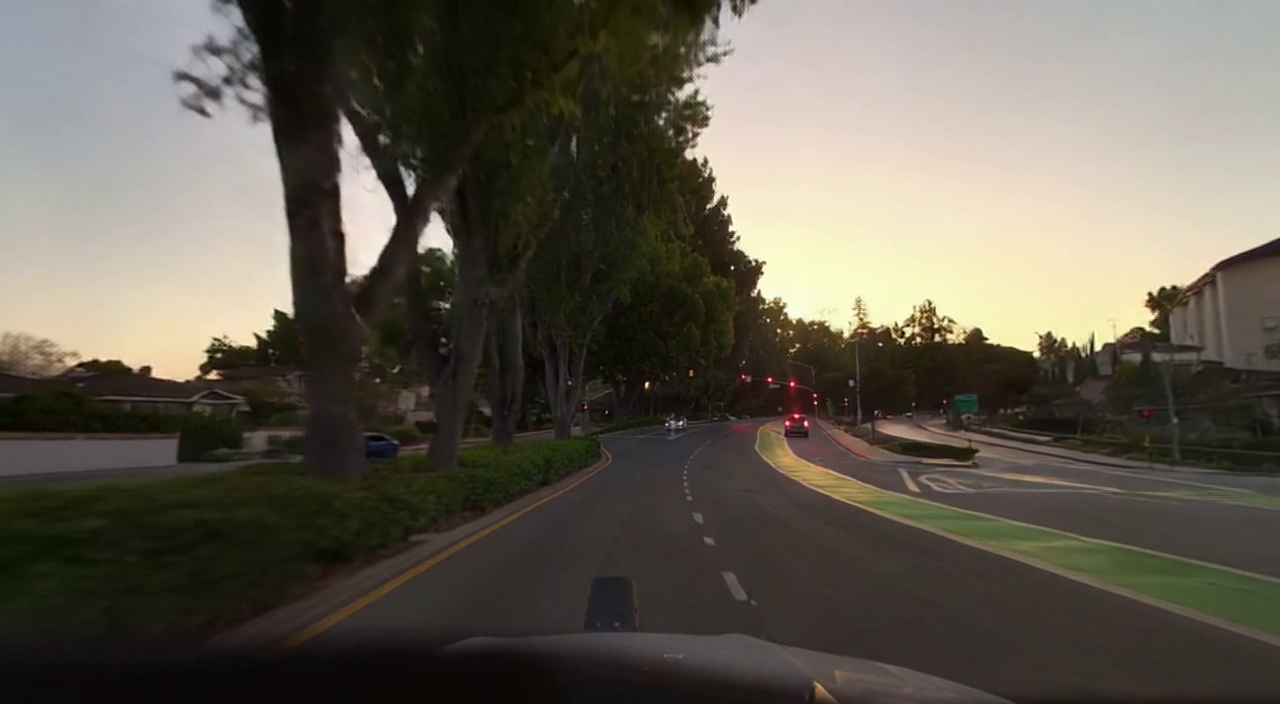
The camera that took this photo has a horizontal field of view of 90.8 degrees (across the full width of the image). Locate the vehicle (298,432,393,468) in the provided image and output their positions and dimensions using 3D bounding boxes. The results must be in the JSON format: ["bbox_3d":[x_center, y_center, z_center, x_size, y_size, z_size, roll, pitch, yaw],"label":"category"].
[{"bbox_3d":[-13.263,4.471,28.783,1.903,1.504,4.346,-1,-9,6],"label":"vehicle"}]
